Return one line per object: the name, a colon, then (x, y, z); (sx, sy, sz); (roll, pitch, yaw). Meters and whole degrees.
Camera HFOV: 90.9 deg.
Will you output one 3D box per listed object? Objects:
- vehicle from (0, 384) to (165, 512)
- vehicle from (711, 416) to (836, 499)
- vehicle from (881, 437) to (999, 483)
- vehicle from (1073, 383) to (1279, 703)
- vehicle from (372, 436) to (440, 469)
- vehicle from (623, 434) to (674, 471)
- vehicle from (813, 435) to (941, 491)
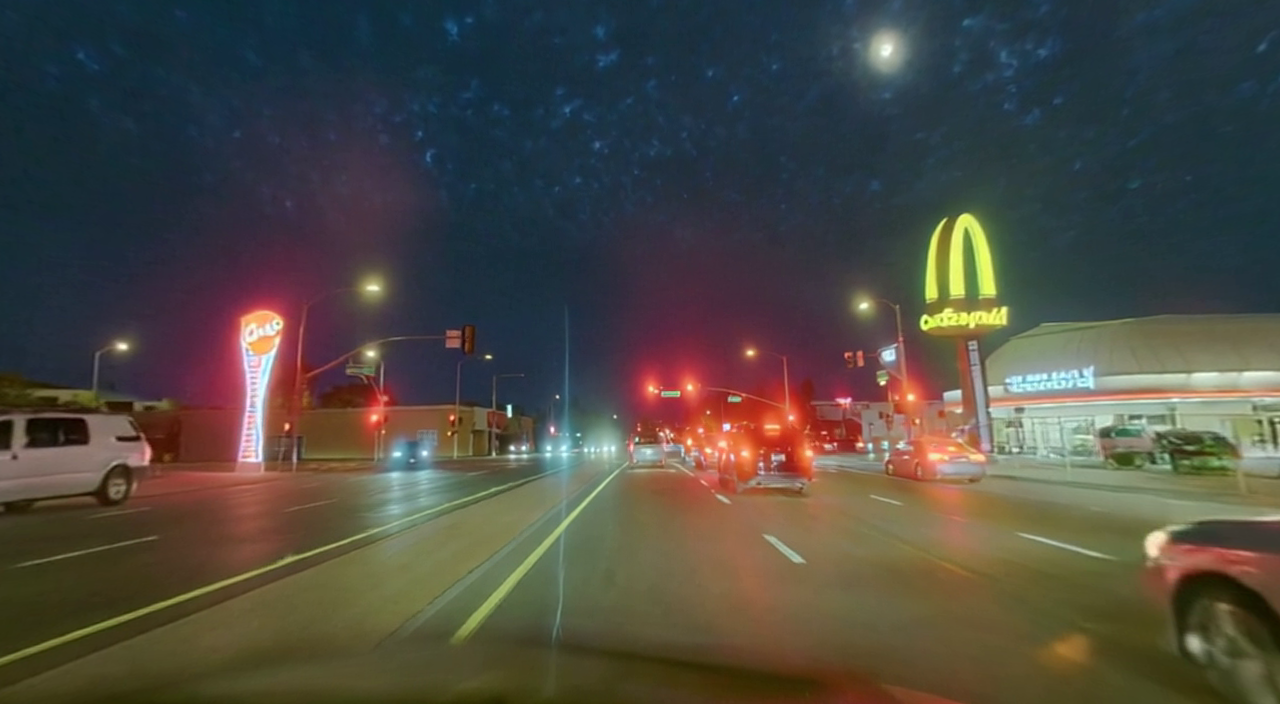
vehicle: (-15.342, 2.362, 15.580); (2.371, 2.799, 5.978); (0, -8, 1)
vehicle: (3.162, 2.643, 16.151); (2.038, 1.787, 4.946); (0, -8, -1)
vehicle: (10.573, 3.835, 22.700); (1.881, 1.463, 4.726); (0, -8, 0)
vehicle: (3.451, 0.719, 1.312); (1.932, 1.517, 4.430); (0, -8, 0)
vehicle: (-13.614, 5.787, 36.523); (2.106, 1.751, 4.554); (7, -11, -41)
vehicle: (0.300, 4.410, 27.809); (2.073, 1.496, 3.892); (0, -8, -1)
vehicle: (6.876, 3.253, 18.886); (2.059, 1.458, 4.395); (0, -8, -1)
